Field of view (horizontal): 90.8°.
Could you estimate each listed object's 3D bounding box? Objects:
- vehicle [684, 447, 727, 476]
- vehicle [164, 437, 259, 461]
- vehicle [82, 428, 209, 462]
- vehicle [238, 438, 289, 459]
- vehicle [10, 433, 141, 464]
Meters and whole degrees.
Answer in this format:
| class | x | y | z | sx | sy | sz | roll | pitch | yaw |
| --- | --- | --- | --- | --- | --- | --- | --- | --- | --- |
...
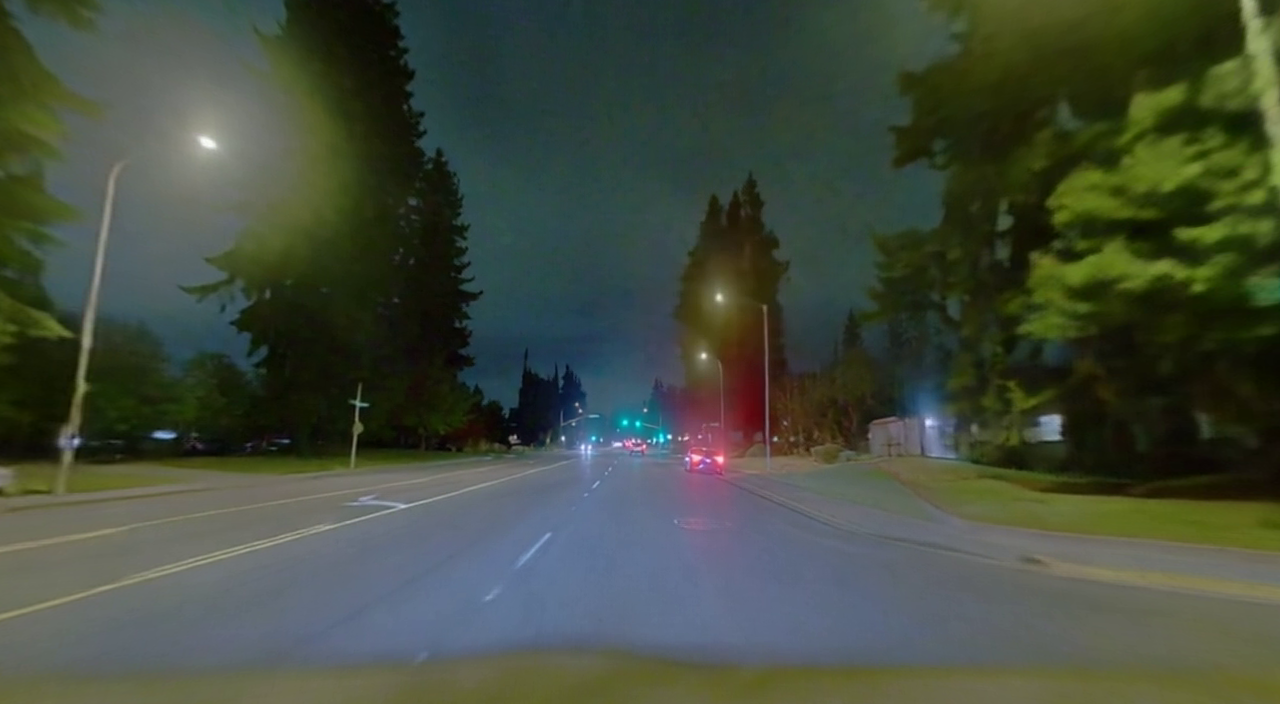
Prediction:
| class | x | y | z | sx | sy | sz | roll | pitch | yaw |
| --- | --- | --- | --- | --- | --- | --- | --- | --- | --- |
| vehicle | 3.639 | 6.150 | 35.640 | 1.942 | 1.502 | 4.244 | 0 | -8 | 0 |
| vehicle | -26.900 | 6.096 | 39.845 | 4.450 | 1.472 | 1.982 | 2 | -9 | -15 |
| vehicle | -27.654 | 5.205 | 35.447 | 5.295 | 1.839 | 2.205 | 0 | -8 | 2 |
| vehicle | -27.820 | 7.090 | 46.814 | 1.753 | 1.424 | 4.492 | 0 | -8 | -11 |
| vehicle | -28.546 | 4.892 | 32.087 | 4.637 | 1.472 | 1.944 | 0 | -8 | -3 |
